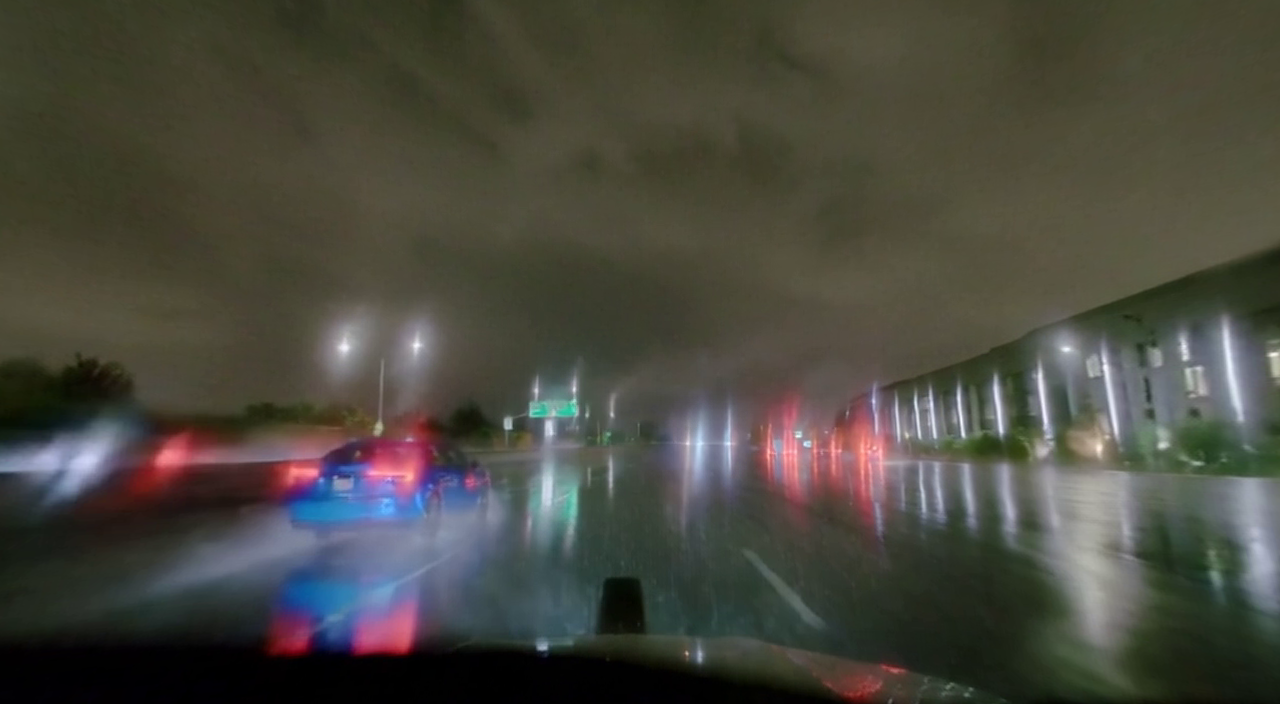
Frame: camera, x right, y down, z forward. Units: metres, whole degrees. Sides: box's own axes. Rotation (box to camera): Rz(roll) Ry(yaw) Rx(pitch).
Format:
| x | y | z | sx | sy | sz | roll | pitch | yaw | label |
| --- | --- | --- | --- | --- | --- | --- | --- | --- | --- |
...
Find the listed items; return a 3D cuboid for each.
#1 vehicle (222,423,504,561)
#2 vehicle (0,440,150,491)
| x | y | z | sx | sy | sz | roll | pitch | yaw | label |
| --- | --- | --- | --- | --- | --- | --- | --- | --- | --- |
| -3.727 | 1.978 | 9.722 | 2.087 | 1.566 | 4.756 | 0 | -8 | 1 | vehicle |
| -19.582 | 3.795 | 21.482 | 1.929 | 1.514 | 4.713 | -1 | -8 | 2 | vehicle |
